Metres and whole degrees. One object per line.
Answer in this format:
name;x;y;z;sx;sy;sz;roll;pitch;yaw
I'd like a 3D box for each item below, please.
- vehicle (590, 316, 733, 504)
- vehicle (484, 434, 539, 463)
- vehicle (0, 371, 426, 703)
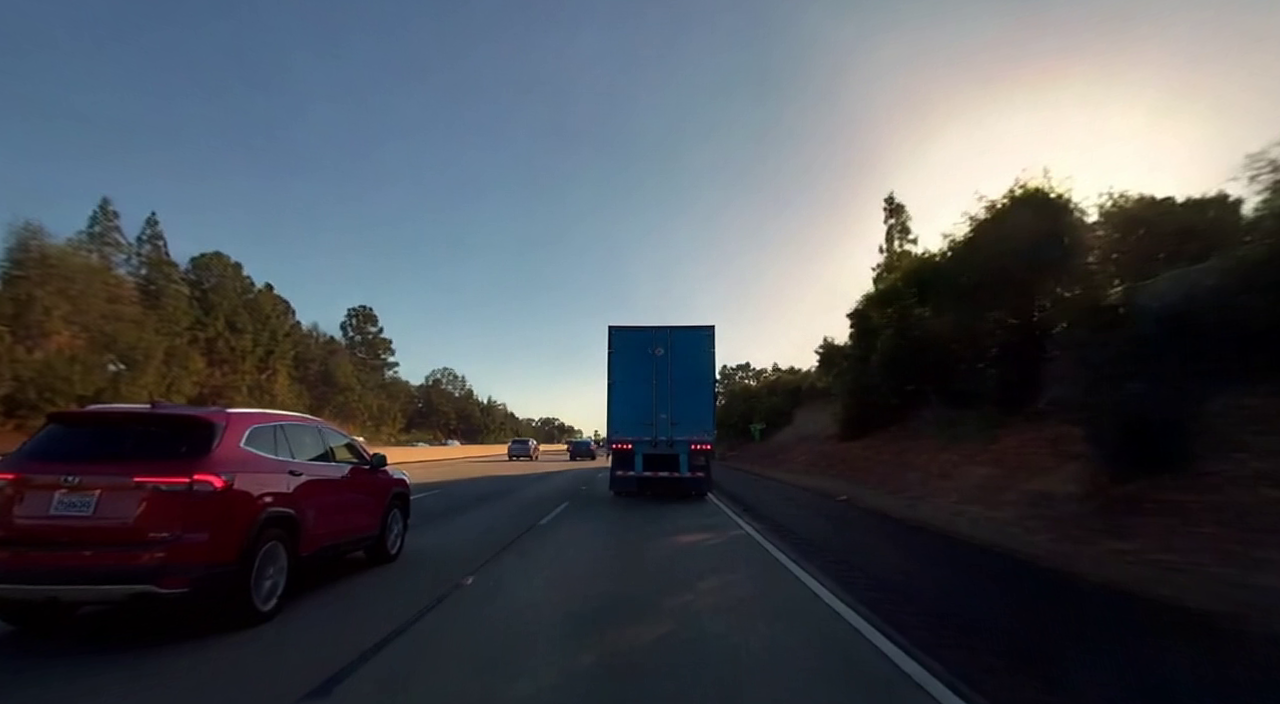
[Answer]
vehicle;0.480;1.927;18.156;2.870;3.841;10.653;0;-8;1
vehicle;-6.781;5.169;33.772;1.882;1.451;4.416;0;-8;1
vehicle;-3.636;1.244;5.341;2.077;1.671;4.249;0;-8;1
